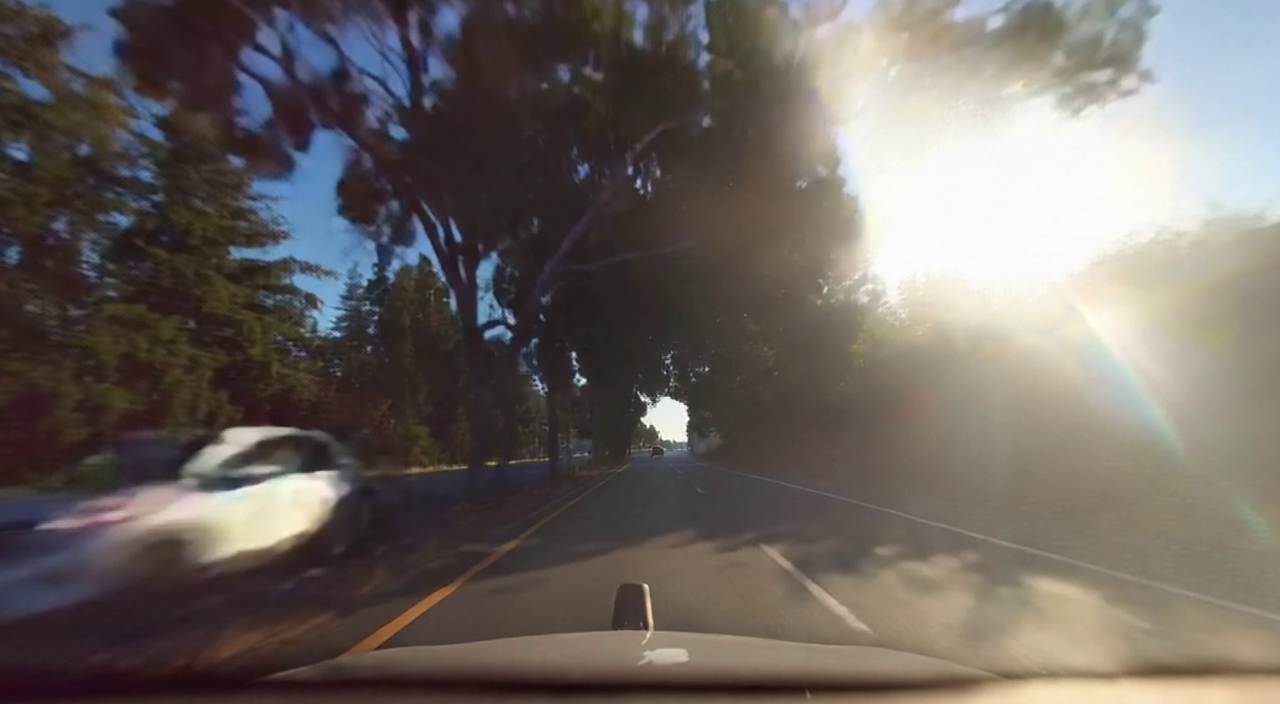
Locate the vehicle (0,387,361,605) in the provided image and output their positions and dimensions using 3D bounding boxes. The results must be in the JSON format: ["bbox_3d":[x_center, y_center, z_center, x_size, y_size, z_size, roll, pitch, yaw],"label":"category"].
[{"bbox_3d":[-5.827,1.635,8.032,2.341,1.910,4.785,0,-9,0],"label":"vehicle"}]
